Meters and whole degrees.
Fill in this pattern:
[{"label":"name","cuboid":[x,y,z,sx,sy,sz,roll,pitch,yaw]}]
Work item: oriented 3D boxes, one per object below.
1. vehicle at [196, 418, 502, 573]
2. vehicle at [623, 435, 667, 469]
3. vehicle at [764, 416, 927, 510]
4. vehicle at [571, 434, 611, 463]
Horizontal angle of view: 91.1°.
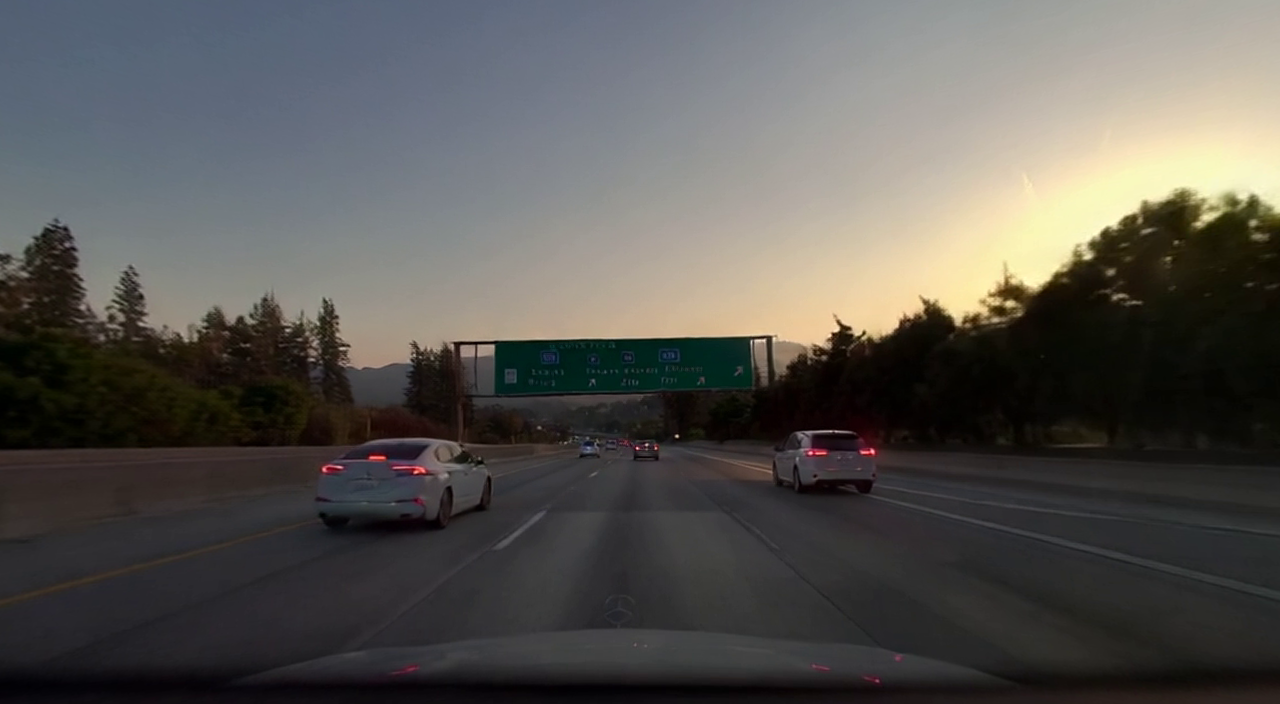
[{"label":"vehicle","cuboid":[-3.487,1.792,8.746,2.066,1.561,4.495,0,-8,1]},{"label":"vehicle","cuboid":[0.278,4.975,31.426,2.049,1.542,3.816,0,-8,1]},{"label":"vehicle","cuboid":[4.210,2.343,13.731,2.025,1.707,4.279,0,-8,-1]},{"label":"vehicle","cuboid":[-2.956,5.972,38.892,2.044,1.682,4.201,0,-8,2]}]
